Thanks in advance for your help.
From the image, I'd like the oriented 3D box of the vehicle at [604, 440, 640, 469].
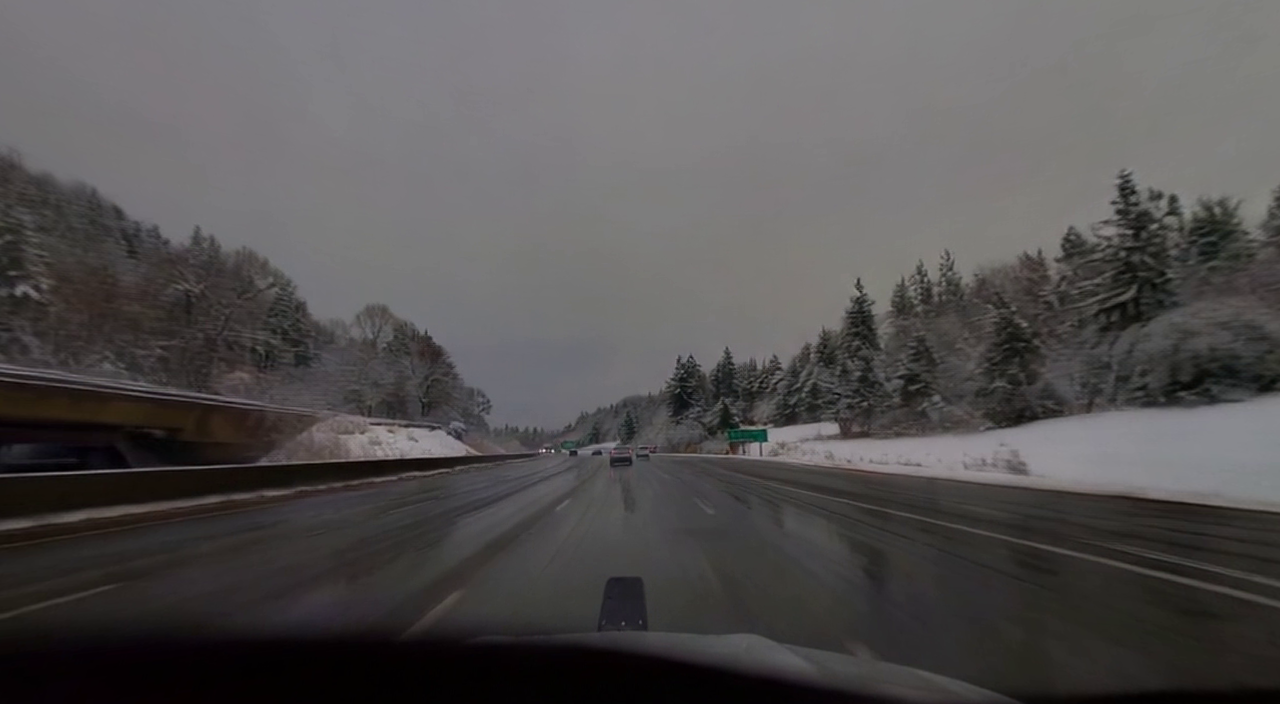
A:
[{"bbox_3d":[-1.296,6.923,42.709,2.328,1.805,4.502,0,-8,-3],"label":"vehicle"}]
